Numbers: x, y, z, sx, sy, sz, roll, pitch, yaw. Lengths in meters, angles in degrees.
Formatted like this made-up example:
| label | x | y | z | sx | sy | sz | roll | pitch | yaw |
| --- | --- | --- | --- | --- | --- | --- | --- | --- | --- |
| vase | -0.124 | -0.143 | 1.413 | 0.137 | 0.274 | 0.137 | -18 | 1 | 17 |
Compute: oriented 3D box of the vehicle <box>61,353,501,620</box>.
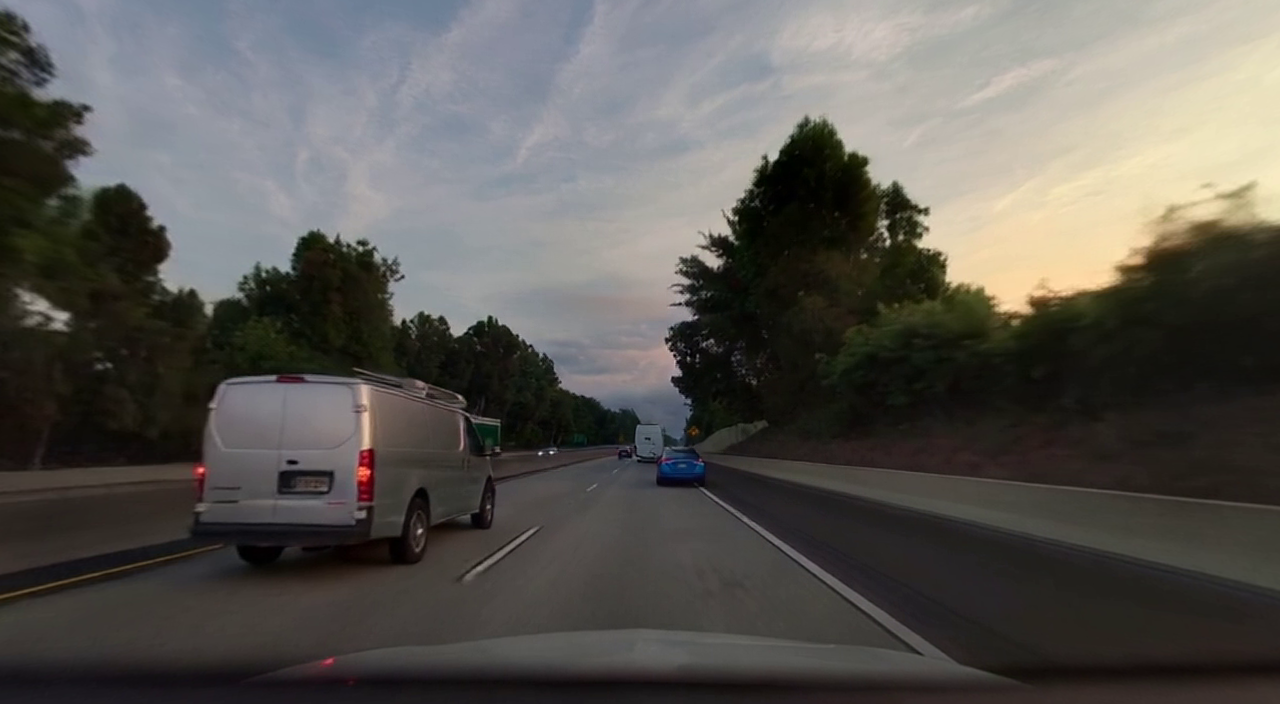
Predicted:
| label | x | y | z | sx | sy | sz | roll | pitch | yaw |
| --- | --- | --- | --- | --- | --- | --- | --- | --- | --- |
| vehicle | -3.285 | 1.397 | 7.369 | 2.217 | 2.033 | 4.975 | 0 | -9 | -1 |

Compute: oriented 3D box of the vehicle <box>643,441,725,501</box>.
| label | x | y | z | sx | sy | sz | roll | pitch | yaw |
| --- | --- | --- | --- | --- | --- | --- | --- | --- | --- |
| vehicle | 1.100 | 3.249 | 17.545 | 2.012 | 1.485 | 3.649 | 0 | -9 | 0 |
